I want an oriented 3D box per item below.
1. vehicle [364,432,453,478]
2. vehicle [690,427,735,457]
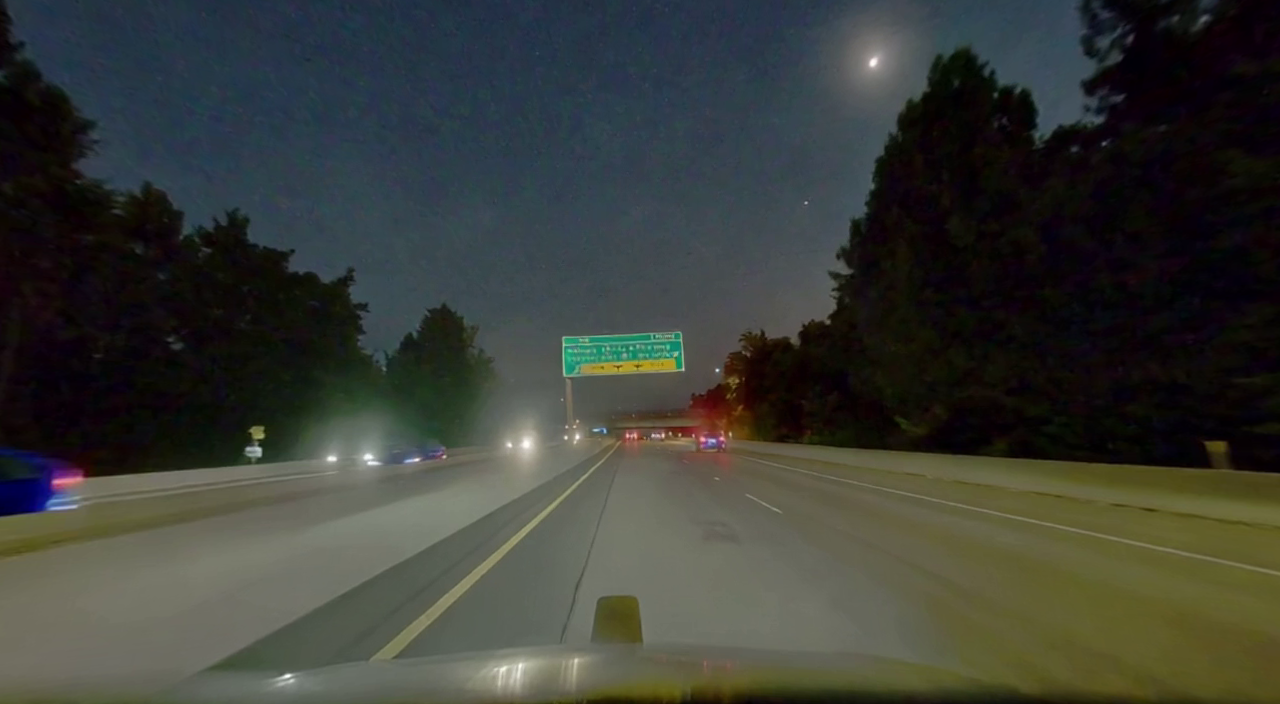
[{"bbox_3d":[-8.924,3.983,24.709,1.978,1.652,4.157,0,-8,-1],"label":"vehicle"},{"bbox_3d":[4.244,5.360,37.570,2.073,1.651,4.065,0,-8,-2],"label":"vehicle"}]
